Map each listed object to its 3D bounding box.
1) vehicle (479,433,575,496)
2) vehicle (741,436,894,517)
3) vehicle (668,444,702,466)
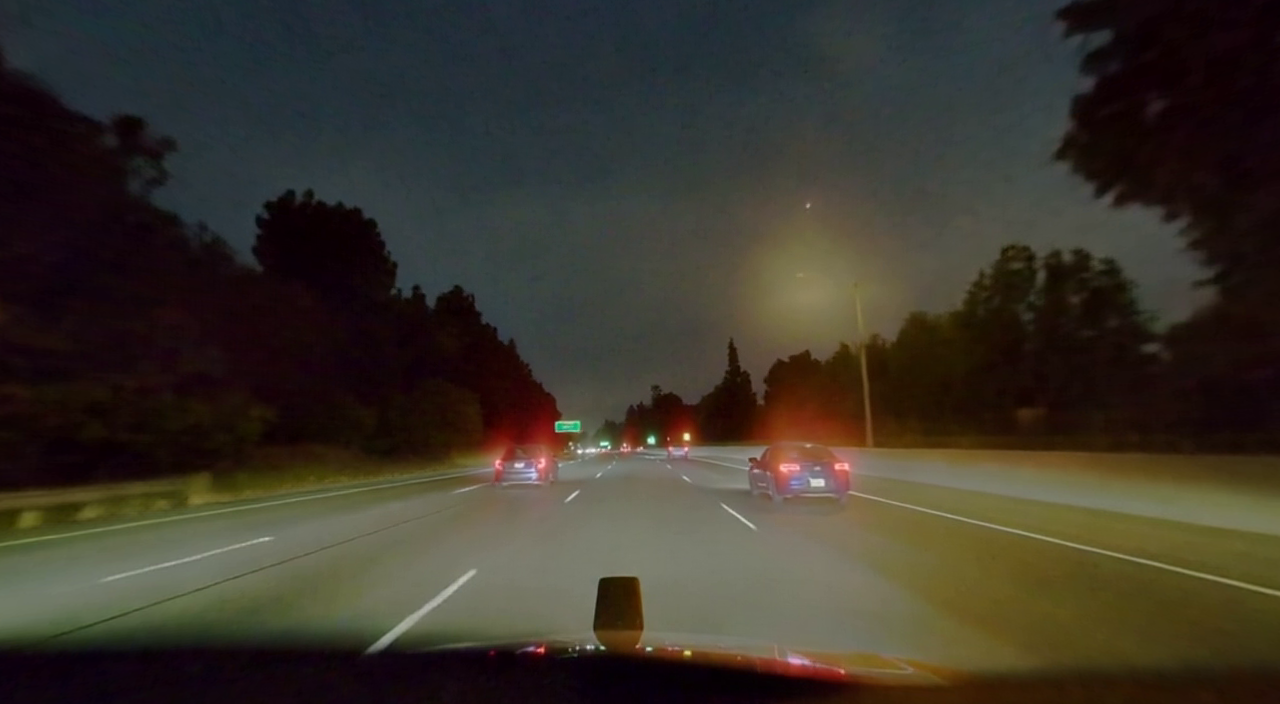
[{"bbox_3d":[-3.416,3.514,20.100,2.244,1.755,4.417,0,-9,0],"label":"vehicle"},{"bbox_3d":[3.598,2.603,13.737,1.947,1.437,4.345,0,-9,-2],"label":"vehicle"},{"bbox_3d":[3.217,7.393,45.541,2.021,1.447,3.985,0,-9,-2],"label":"vehicle"}]
